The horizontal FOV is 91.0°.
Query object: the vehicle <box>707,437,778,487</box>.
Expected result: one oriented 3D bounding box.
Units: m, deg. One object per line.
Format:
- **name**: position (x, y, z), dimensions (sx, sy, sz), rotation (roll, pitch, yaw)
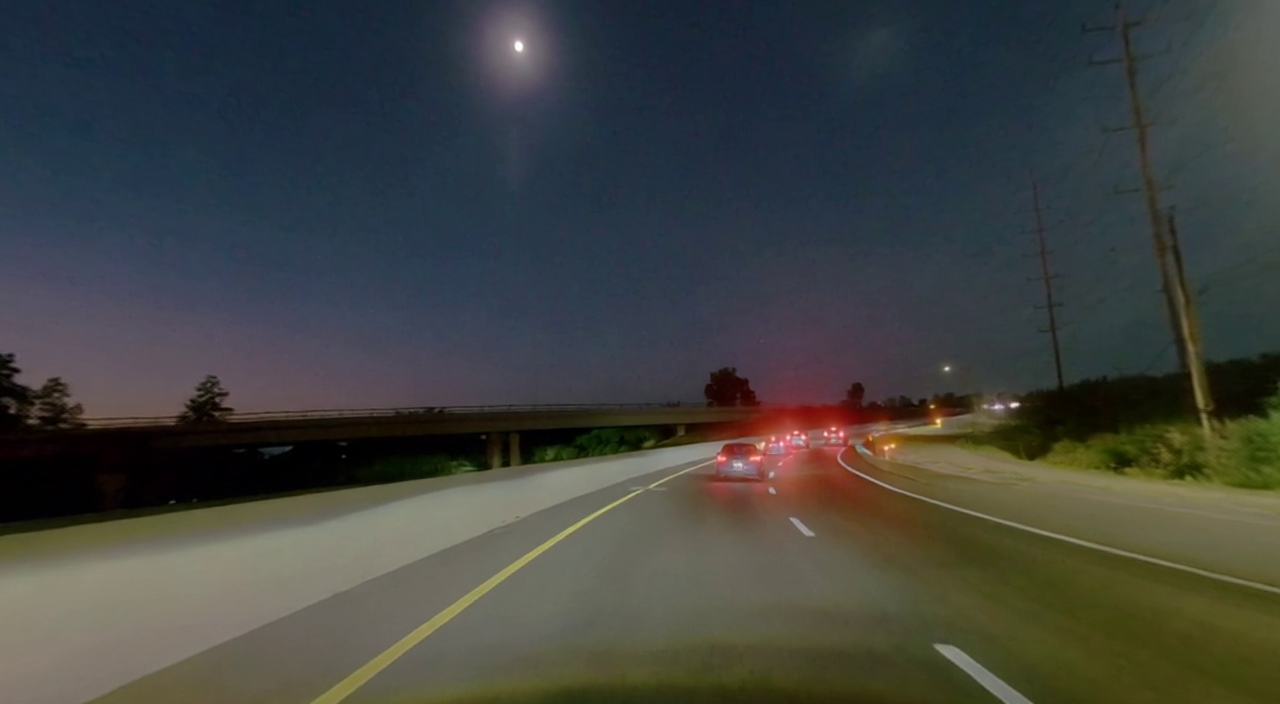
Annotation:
- **vehicle**: position (3.450, 3.627, 21.146), dimensions (2.091, 1.482, 4.321), rotation (-2, -9, 10)
